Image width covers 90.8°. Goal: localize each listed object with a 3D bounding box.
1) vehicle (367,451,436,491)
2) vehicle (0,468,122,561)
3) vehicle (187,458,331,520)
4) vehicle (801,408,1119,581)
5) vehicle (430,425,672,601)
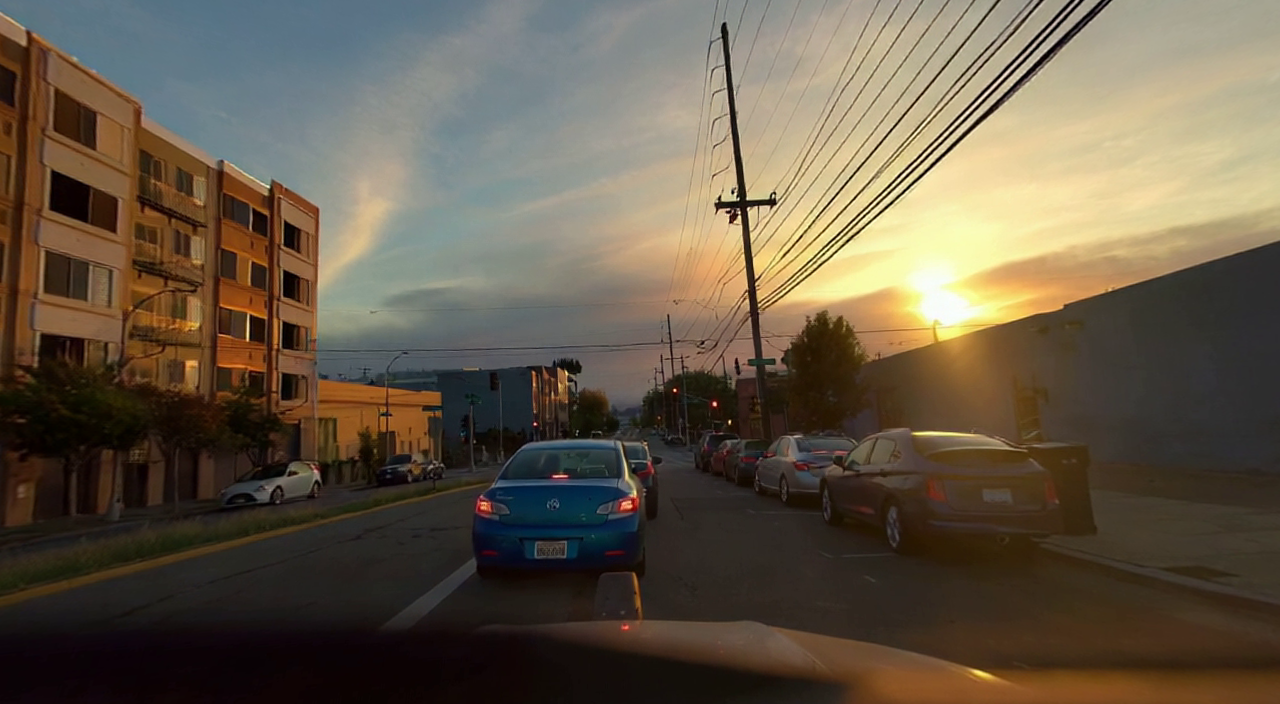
[{"bbox_3d":[-11.939,5.932,31.931,2.011,1.687,4.079,-4,-8,-2],"label":"vehicle"},{"bbox_3d":[-11.915,2.904,11.017,1.850,1.487,4.711,-3,-8,-1],"label":"vehicle"},{"bbox_3d":[-11.853,4.241,20.044,1.868,1.491,4.367,-5,-9,0],"label":"vehicle"},{"bbox_3d":[3.790,1.760,8.620,1.967,1.721,4.410,0,-8,-1],"label":"vehicle"},{"bbox_3d":[-0.722,1.692,7.649,2.019,1.453,4.603,0,-8,1],"label":"vehicle"}]
